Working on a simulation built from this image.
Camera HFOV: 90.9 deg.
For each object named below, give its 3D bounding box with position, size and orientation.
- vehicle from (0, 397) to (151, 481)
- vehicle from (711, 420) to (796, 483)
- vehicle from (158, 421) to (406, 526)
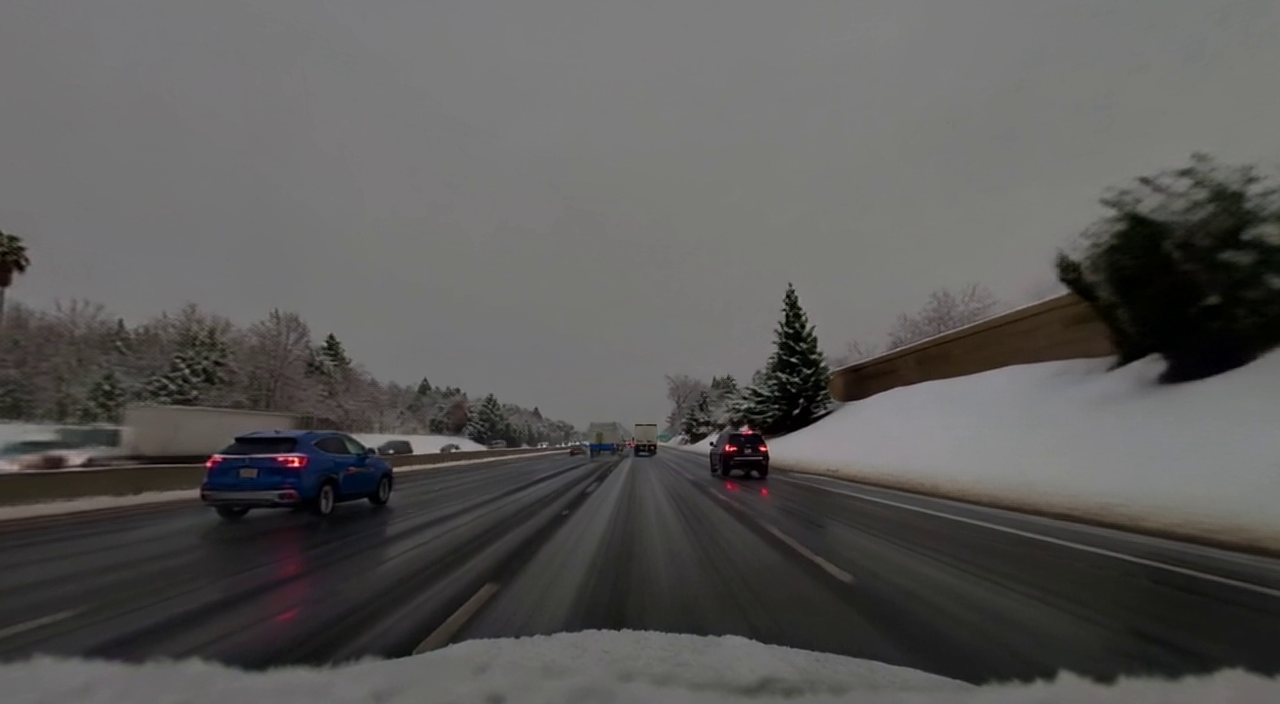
[{"bbox_3d":[-28.196,4.274,30.839,3.024,3.640,6.776,0,-8,0],"label":"vehicle"},{"bbox_3d":[4.338,3.900,25.028,2.408,2.210,4.999,0,-8,0],"label":"vehicle"},{"bbox_3d":[-7.033,2.424,13.250,2.289,1.774,4.871,0,-8,1],"label":"vehicle"}]
